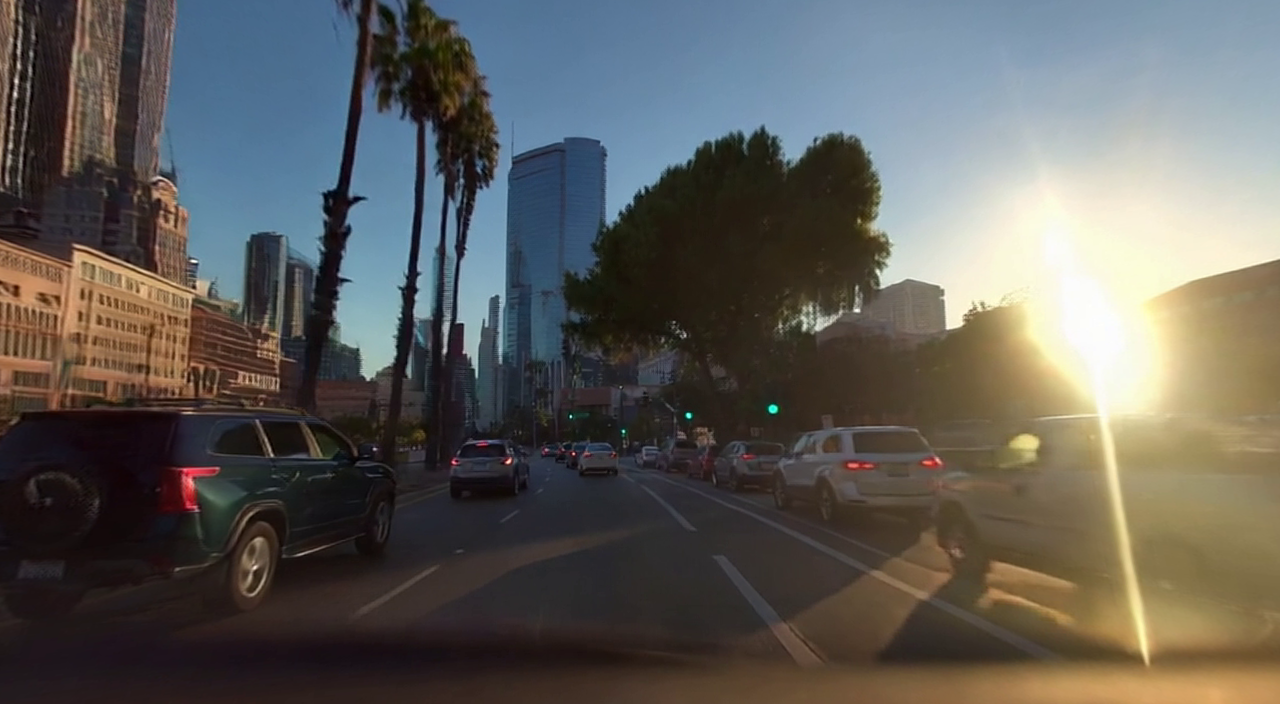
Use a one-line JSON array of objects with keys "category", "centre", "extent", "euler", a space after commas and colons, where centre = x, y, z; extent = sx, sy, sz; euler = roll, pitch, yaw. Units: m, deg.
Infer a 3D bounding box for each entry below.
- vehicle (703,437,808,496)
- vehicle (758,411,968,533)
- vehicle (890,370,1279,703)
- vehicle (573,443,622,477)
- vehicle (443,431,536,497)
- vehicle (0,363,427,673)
[{"category": "vehicle", "centre": [3.300, 3.398, 19.089], "extent": [1.808, 1.526, 4.894], "euler": [1, -9, -6]}, {"category": "vehicle", "centre": [3.823, 2.160, 11.884], "extent": [1.963, 1.802, 4.648], "euler": [1, -9, -4]}, {"category": "vehicle", "centre": [4.098, 1.270, 5.406], "extent": [1.895, 1.663, 4.732], "euler": [0, -9, -1]}, {"category": "vehicle", "centre": [-2.049, 4.975, 29.345], "extent": [2.036, 1.461, 3.890], "euler": [1, -9, -7]}, {"category": "vehicle", "centre": [-4.417, 3.349, 19.164], "extent": [2.014, 1.740, 4.392], "euler": [1, -9, -4]}, {"category": "vehicle", "centre": [-3.616, 1.269, 5.836], "extent": [1.800, 1.797, 4.224], "euler": [0, -9, 0]}]
